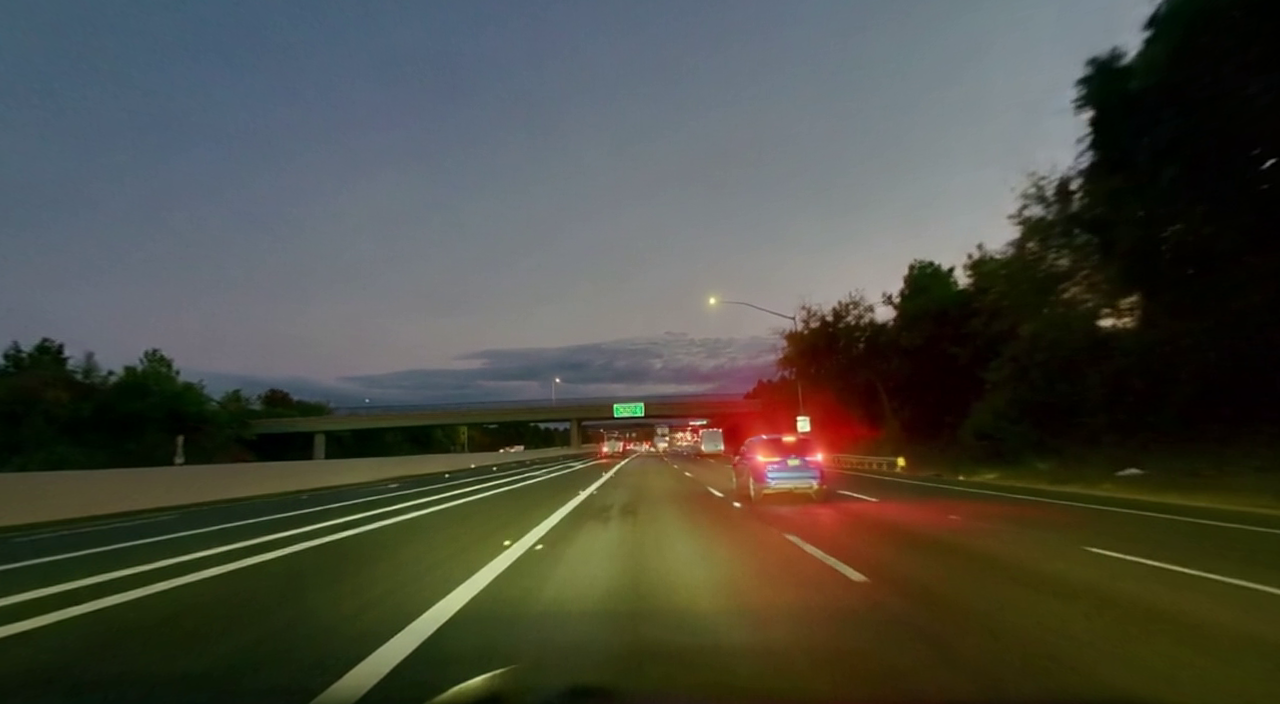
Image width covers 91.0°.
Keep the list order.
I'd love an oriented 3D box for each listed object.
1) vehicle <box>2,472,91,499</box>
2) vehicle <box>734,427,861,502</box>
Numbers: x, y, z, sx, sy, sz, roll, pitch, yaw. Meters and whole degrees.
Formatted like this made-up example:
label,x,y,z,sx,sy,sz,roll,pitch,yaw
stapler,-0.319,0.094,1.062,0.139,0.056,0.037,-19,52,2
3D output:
label,x,y,z,sx,sy,sz,roll,pitch,yaw
vehicle,-43.778,9.816,46.556,1.906,1.662,4.724,0,-9,1
vehicle,3.938,2.903,16.641,2.148,1.691,4.443,0,-9,-1
